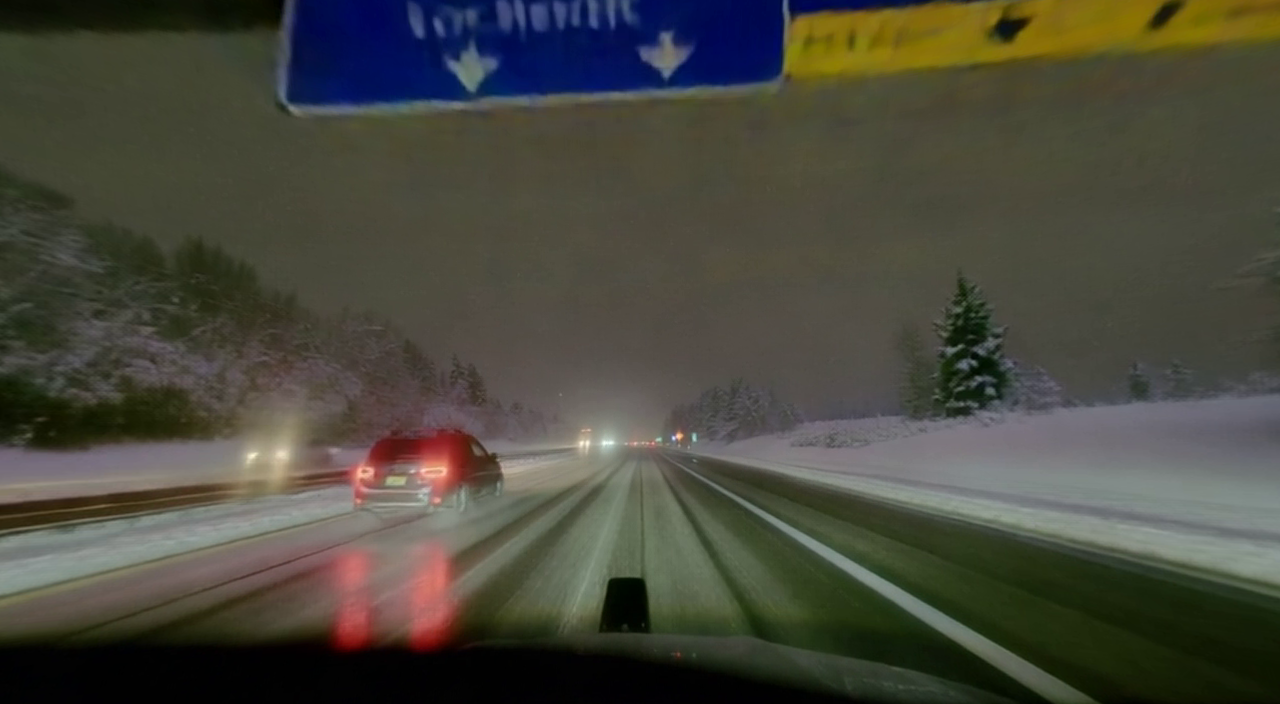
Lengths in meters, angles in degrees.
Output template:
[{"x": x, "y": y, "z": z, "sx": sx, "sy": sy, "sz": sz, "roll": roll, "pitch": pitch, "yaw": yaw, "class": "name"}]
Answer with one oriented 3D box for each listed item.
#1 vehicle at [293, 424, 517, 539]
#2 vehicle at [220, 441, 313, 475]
[{"x": -3.585, "y": 2.056, "z": 10.641, "sx": 2.051, "sy": 1.531, "sz": 4.250, "roll": 0, "pitch": -8, "yaw": 1, "class": "vehicle"}, {"x": -18.459, "y": 5.224, "z": 31.335, "sx": 1.895, "sy": 1.574, "sz": 4.217, "roll": 0, "pitch": -8, "yaw": 3, "class": "vehicle"}]
